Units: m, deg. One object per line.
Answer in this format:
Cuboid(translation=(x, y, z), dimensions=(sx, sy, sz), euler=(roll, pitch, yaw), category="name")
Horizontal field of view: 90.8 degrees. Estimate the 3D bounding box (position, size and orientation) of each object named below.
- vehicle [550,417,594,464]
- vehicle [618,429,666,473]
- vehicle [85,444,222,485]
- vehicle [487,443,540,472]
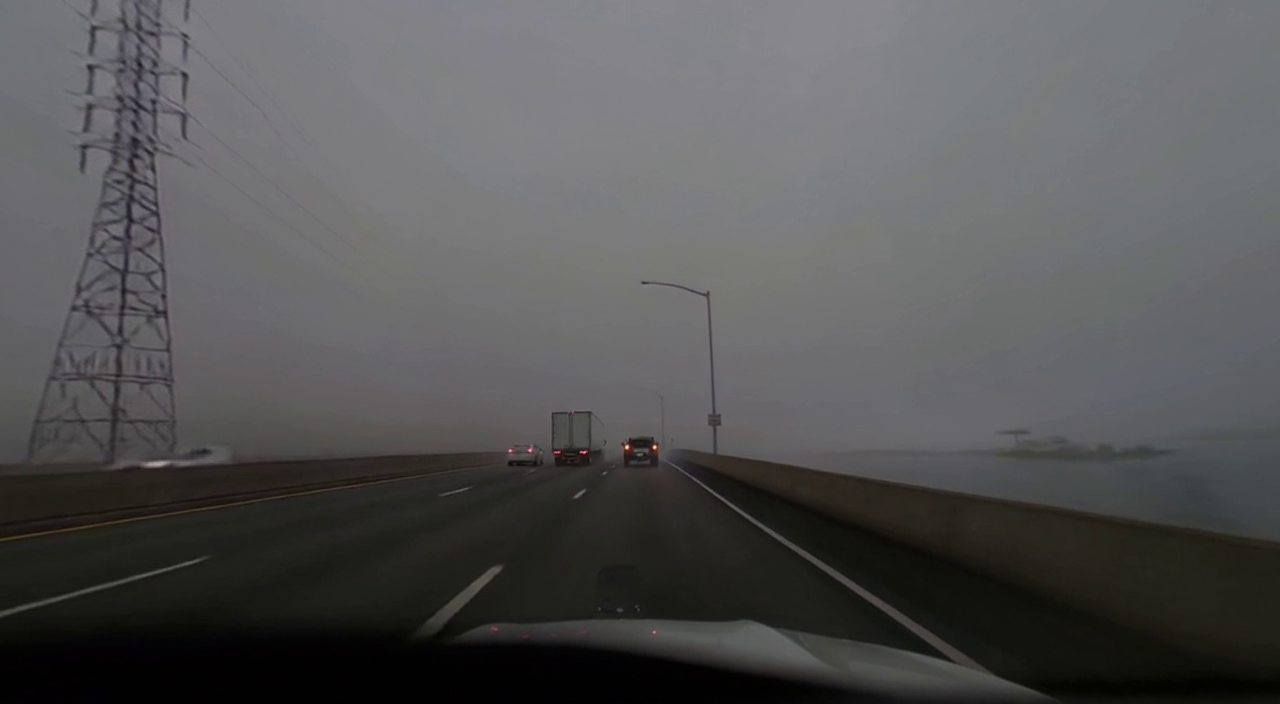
Cuboid(translation=(-3.754, 4.959, 35.283), dimensions=(2.178, 2.522, 2.054), euler=(0, -9, 1), category="vehicle")
Cuboid(translation=(0.129, 5.253, 33.491), dimensions=(2.358, 2.144, 4.713), euler=(0, -9, 0), category="vehicle")
Cuboid(translation=(-19.236, 4.425, 25.272), dimensions=(1.841, 1.466, 4.555), euler=(0, -9, 0), category="vehicle")
Cuboid(translation=(-7.133, 6.004, 36.126), dimensions=(2.004, 1.545, 4.513), euler=(0, -9, 1), category="vehicle")
